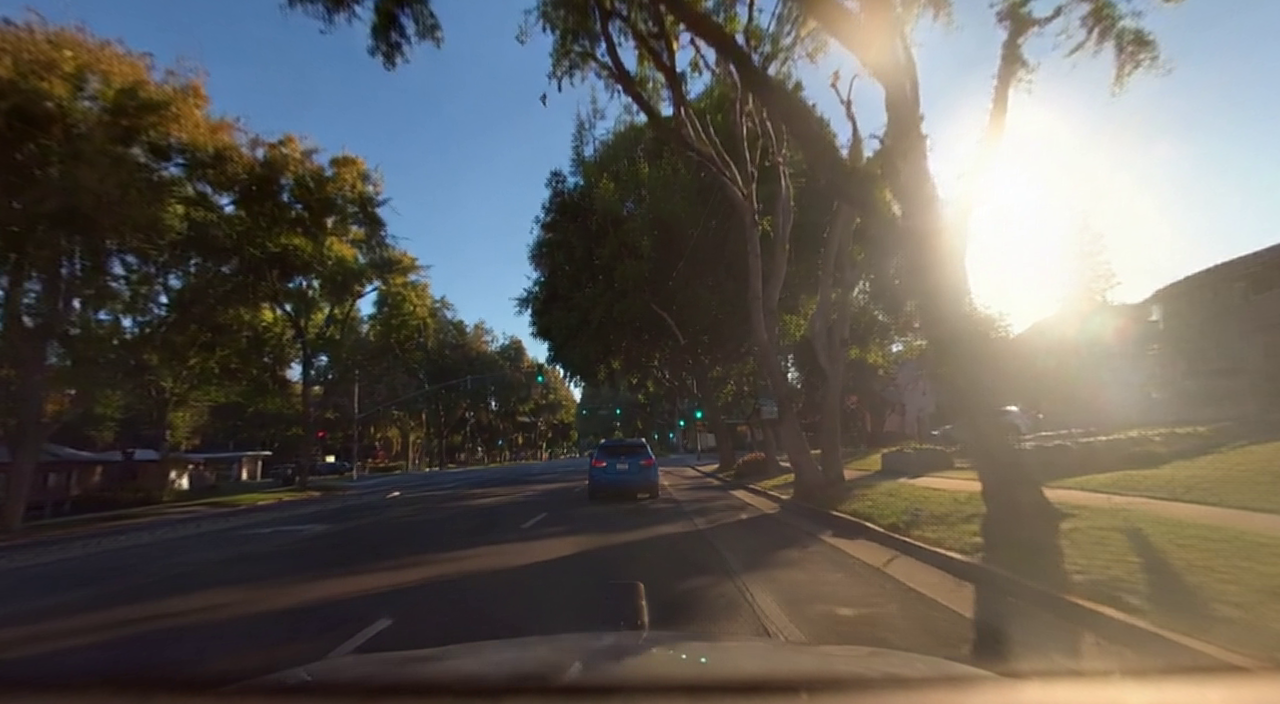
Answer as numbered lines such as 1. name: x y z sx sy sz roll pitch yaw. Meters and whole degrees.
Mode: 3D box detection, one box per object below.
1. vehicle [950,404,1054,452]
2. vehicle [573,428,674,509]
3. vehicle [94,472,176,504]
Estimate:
1. vehicle: 16.393 3.559 29.004 2.039 1.990 5.111 -1 -9 5
2. vehicle: -0.394 2.775 15.458 2.136 1.703 3.910 0 -9 -1
3. vehicle: -28.537 7.672 35.878 1.771 1.435 4.144 -7 -9 -9
